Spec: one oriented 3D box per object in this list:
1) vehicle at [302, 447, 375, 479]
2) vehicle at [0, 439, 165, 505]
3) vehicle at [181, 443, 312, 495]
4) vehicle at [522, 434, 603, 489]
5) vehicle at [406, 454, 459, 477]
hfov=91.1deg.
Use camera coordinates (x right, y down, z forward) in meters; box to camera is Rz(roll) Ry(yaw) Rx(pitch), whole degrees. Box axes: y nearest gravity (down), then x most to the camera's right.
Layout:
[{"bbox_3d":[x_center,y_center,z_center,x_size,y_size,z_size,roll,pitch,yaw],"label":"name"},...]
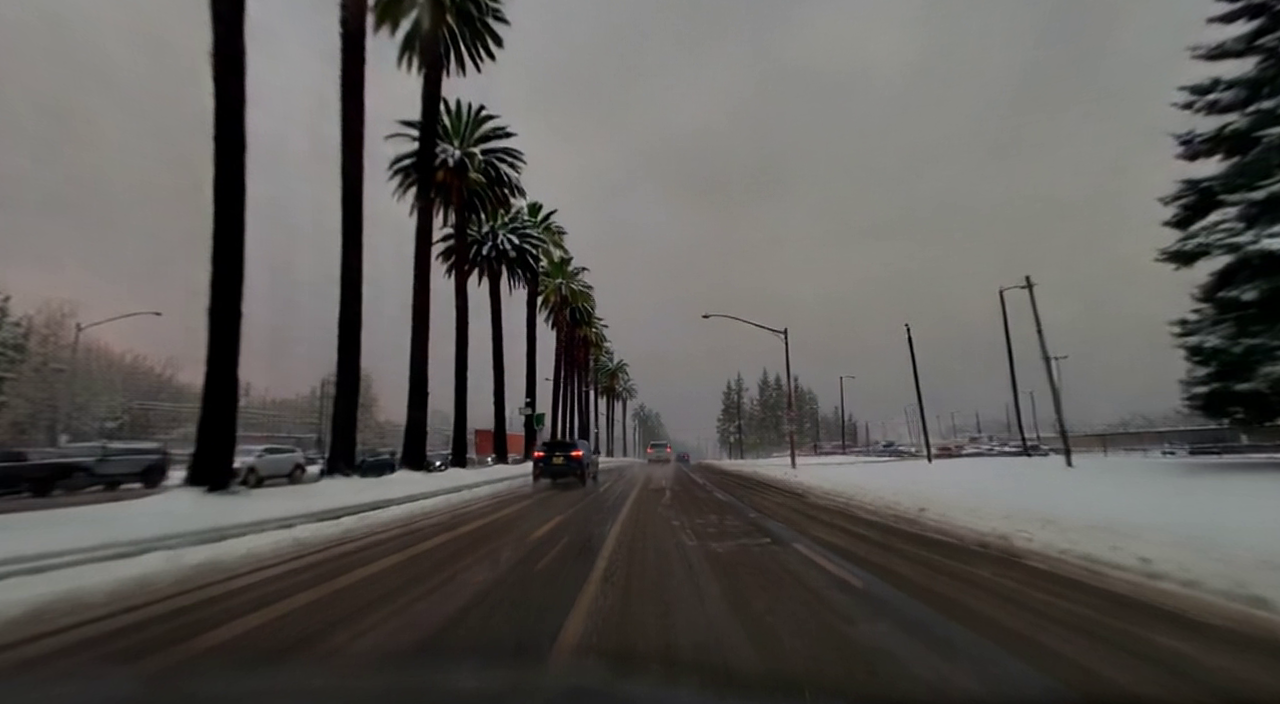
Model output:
[{"bbox_3d":[-19.816,7.297,41.573,2.146,1.913,4.993,0,-8,3],"label":"vehicle"},{"bbox_3d":[-20.368,4.105,22.143,2.425,1.960,5.936,0,-8,2],"label":"vehicle"},{"bbox_3d":[-16.011,4.741,25.937,2.142,1.913,4.745,0,-8,2],"label":"vehicle"},{"bbox_3d":[-2.768,4.069,23.723,2.188,1.819,4.667,-1,-8,4],"label":"vehicle"},{"bbox_3d":[-15.264,8.377,46.463,2.195,1.559,4.362,-1,-8,3],"label":"vehicle"}]
